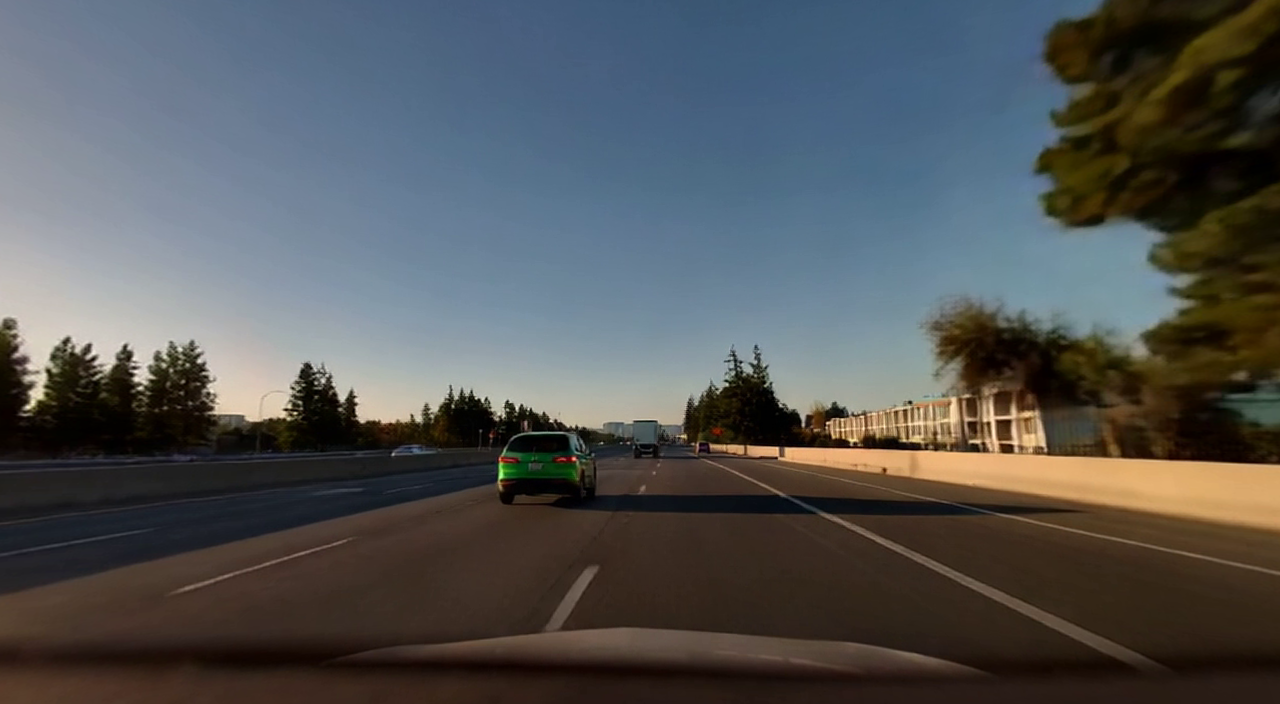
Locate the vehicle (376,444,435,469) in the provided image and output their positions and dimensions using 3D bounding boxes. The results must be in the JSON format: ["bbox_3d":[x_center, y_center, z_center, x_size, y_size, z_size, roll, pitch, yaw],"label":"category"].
[{"bbox_3d":[-15.478,6.900,41.801,1.965,1.503,4.579,0,-9,3],"label":"vehicle"}]

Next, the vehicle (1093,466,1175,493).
[{"bbox_3d":[36.812,9.488,47.116,1.978,1.662,5.032,1,-9,-1],"label":"vehicle"}]

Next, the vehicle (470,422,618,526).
[{"bbox_3d":[-1.722,2.416,13.000,2.111,1.742,4.315,0,-9,4],"label":"vehicle"}]
